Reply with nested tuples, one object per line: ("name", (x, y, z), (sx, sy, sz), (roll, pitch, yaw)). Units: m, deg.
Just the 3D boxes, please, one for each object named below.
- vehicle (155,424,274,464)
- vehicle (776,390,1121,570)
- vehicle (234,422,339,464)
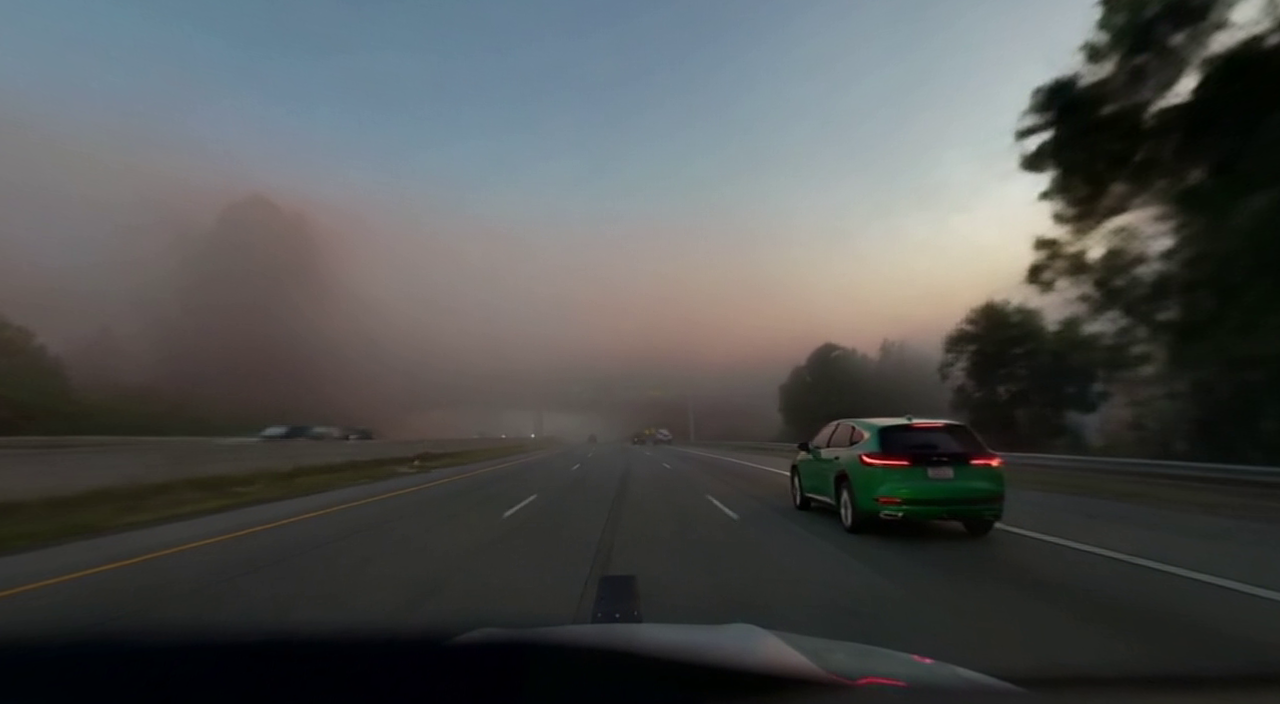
("vehicle", (-17.079, 3.736, 25.602), (1.862, 1.464, 4.405), (0, -8, -2))
("vehicle", (3.317, 1.479, 8.021), (2.107, 1.642, 4.331), (0, -8, -1))
("vehicle", (-13.108, 3.404, 23.646), (1.775, 1.444, 3.824), (0, -8, -2))
